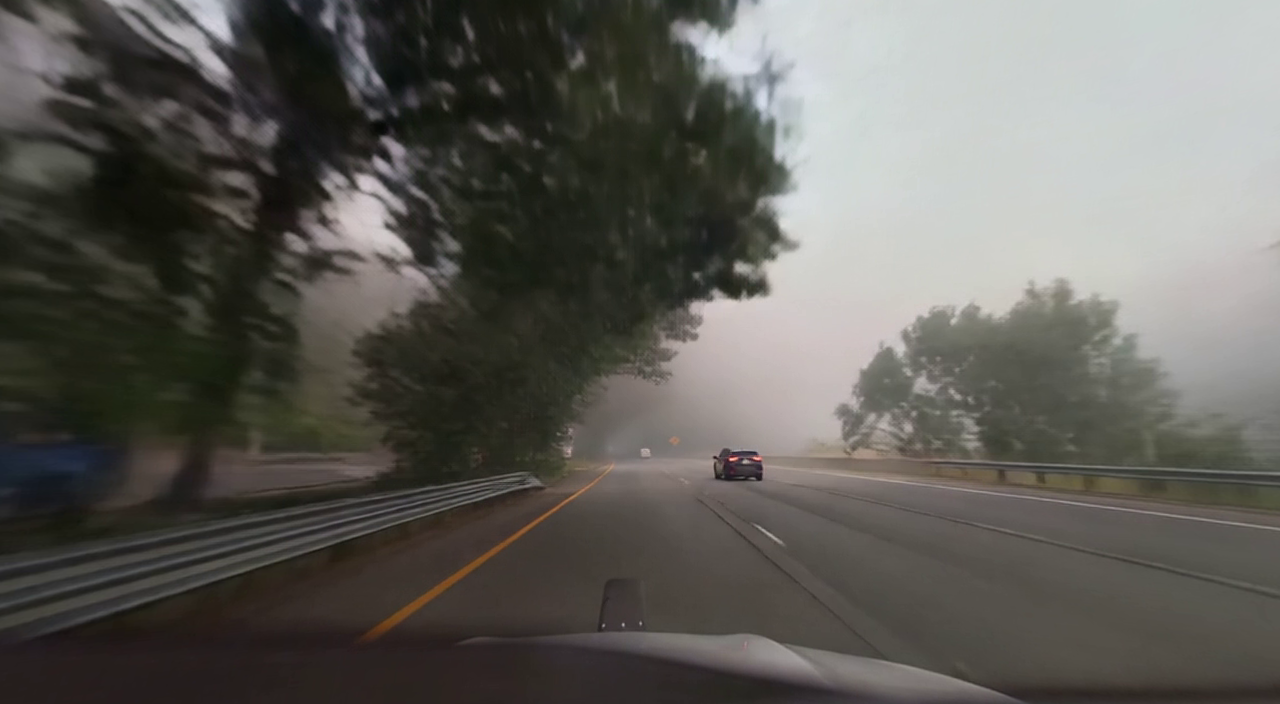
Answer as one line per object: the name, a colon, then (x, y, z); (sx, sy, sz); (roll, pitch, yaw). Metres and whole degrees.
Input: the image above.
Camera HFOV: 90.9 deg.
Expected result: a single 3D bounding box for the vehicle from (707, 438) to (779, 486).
vehicle: (3.870, 4.218, 24.389); (1.933, 1.663, 4.440); (0, -9, -1)
